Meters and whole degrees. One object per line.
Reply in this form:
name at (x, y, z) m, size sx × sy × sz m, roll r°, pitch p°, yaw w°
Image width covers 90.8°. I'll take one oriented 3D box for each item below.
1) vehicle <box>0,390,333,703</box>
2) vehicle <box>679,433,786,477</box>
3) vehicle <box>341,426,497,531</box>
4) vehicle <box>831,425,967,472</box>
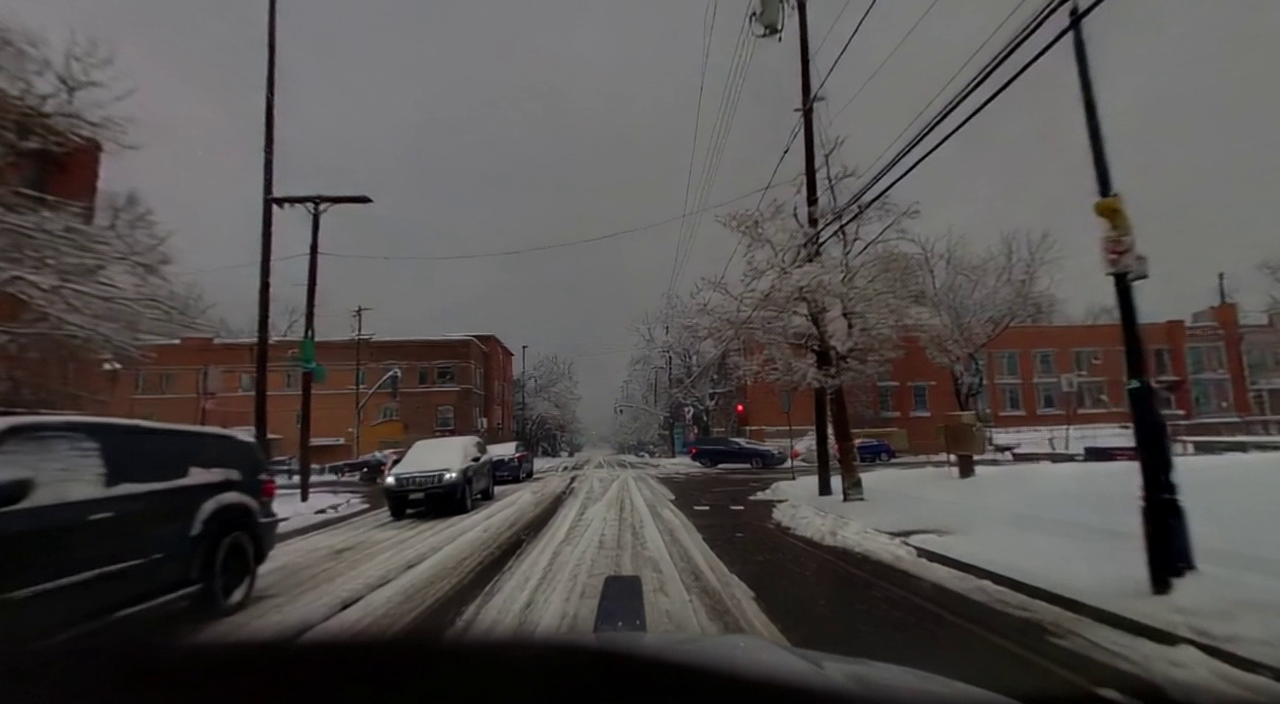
vehicle at (-4.551, 1.262, 4.319) m, size 2.236 × 1.834 × 4.743 m, roll -1°, pitch -8°, yaw 4°
vehicle at (3.877, 4.284, 26.550) m, size 3.994 × 1.736 × 2.059 m, roll 4°, pitch -9°, yaw -28°
vehicle at (-4.453, 2.575, 13.560) m, size 1.918 × 1.823 × 4.536 m, roll 0°, pitch -8°, yaw -3°
vehicle at (11.426, 4.317, 28.262) m, size 5.167 × 1.895 × 2.140 m, roll -2°, pitch -8°, yaw 8°
